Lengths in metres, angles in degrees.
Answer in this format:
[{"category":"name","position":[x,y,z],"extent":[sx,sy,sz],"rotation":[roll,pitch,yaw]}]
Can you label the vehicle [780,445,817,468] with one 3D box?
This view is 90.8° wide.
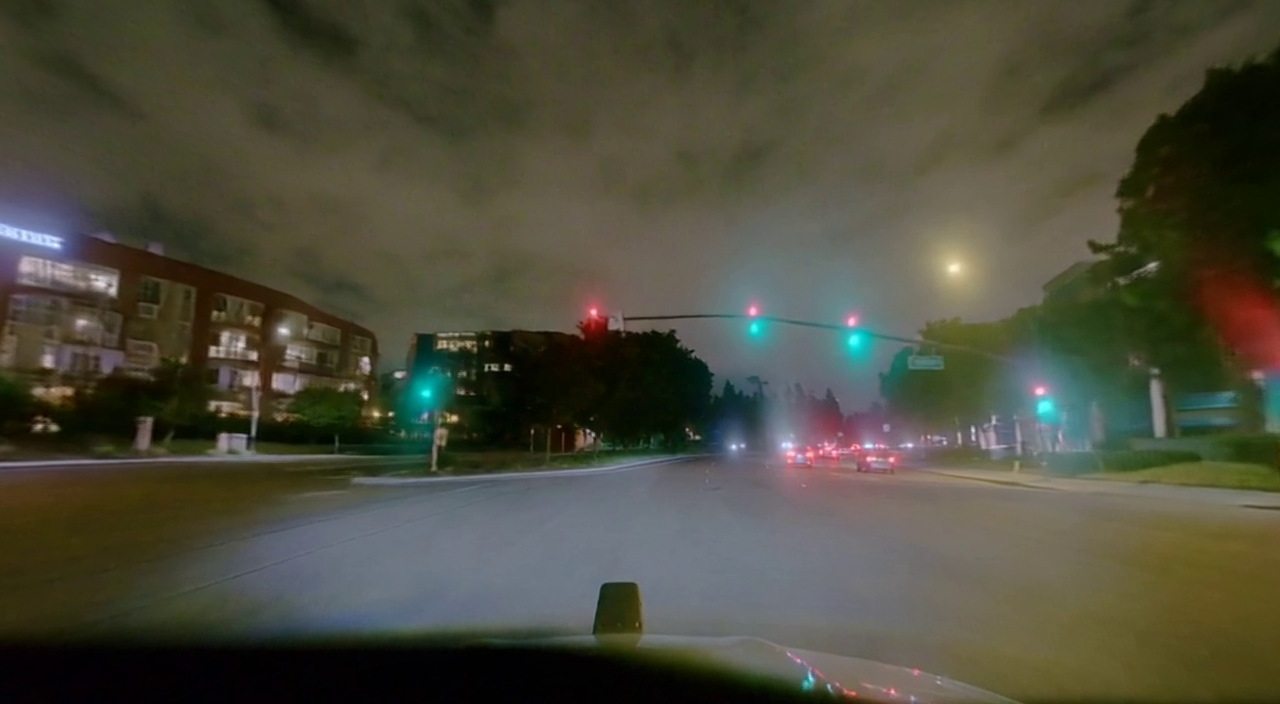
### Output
[{"category":"vehicle","position":[10.740,7.088,43.160],"extent":[1.988,1.460,3.996],"rotation":[-1,-9,8]}]
